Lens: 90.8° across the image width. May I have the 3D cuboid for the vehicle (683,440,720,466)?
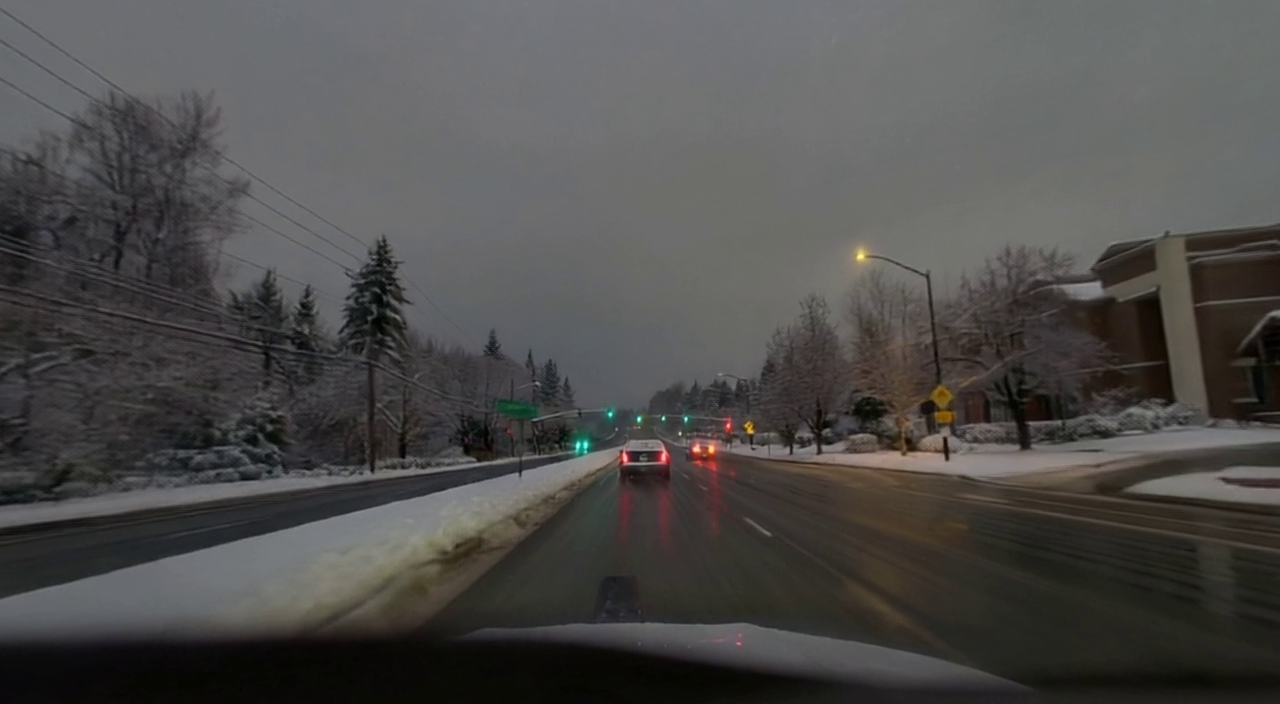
[{"bbox_3d":[4.187,6.922,43.349,1.987,1.613,4.081,0,-9,-2],"label":"vehicle"}]

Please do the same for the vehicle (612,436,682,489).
[{"bbox_3d":[0.193,3.775,21.891,2.181,1.639,4.127,0,-9,0],"label":"vehicle"}]
